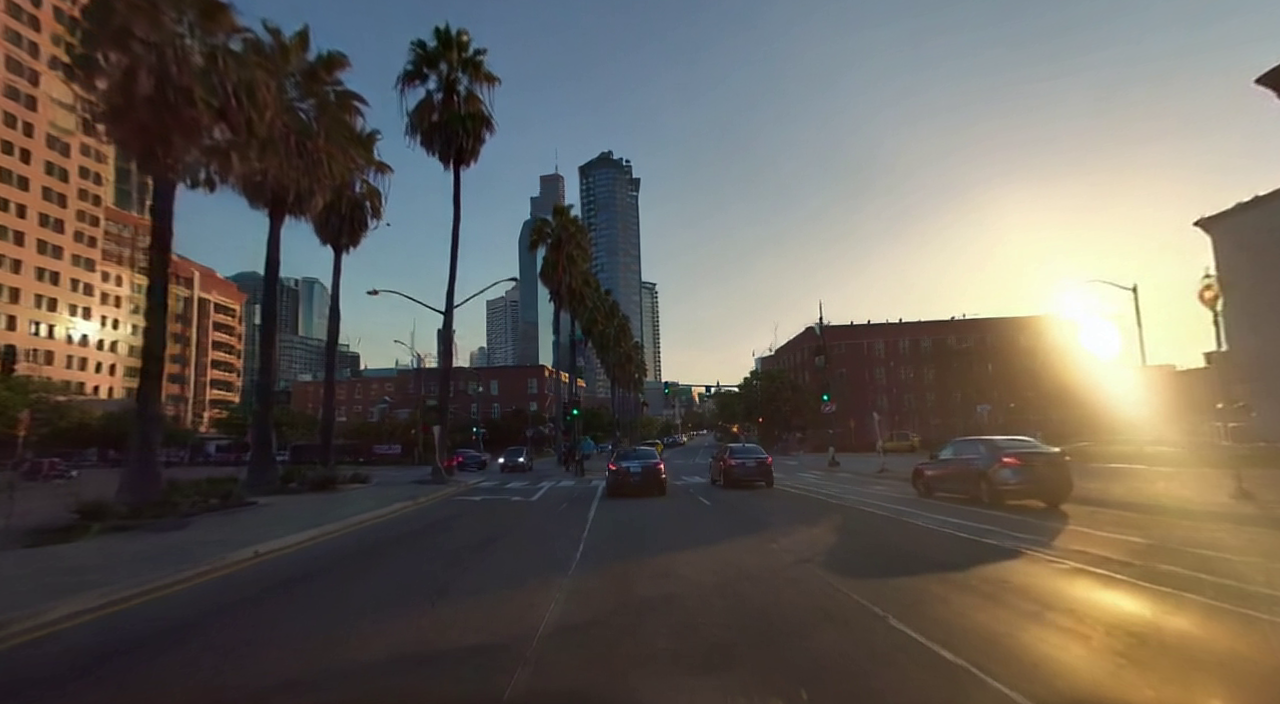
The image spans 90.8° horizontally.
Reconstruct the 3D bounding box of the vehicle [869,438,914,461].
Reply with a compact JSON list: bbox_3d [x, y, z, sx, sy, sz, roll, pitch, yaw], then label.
[{"bbox_3d":[19.695,7.680,49.654,1.959,1.674,4.706,-1,-9,5],"label":"vehicle"}]

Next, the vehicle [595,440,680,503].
[{"bbox_3d":[-0.115,3.201,17.293,2.048,1.503,3.681,0,-9,-2],"label":"vehicle"}]

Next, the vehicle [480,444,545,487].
[{"bbox_3d":[-4.903,4.420,24.896,1.977,1.501,4.435,0,-9,-5],"label":"vehicle"}]

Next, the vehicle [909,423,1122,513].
[{"bbox_3d":[8.124,2.560,14.327,2.000,1.685,4.487,0,-9,-1],"label":"vehicle"}]

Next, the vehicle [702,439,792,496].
[{"bbox_3d":[3.072,3.397,18.830,1.909,1.500,3.524,0,-9,-2],"label":"vehicle"}]

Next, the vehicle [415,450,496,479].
[{"bbox_3d":[-10.218,6.161,34.843,4.641,1.502,1.882,-7,-11,38],"label":"vehicle"}]

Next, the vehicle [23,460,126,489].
[{"bbox_3d":[-39.831,8.567,44.539,5.791,1.900,2.283,-2,-9,12],"label":"vehicle"}]
